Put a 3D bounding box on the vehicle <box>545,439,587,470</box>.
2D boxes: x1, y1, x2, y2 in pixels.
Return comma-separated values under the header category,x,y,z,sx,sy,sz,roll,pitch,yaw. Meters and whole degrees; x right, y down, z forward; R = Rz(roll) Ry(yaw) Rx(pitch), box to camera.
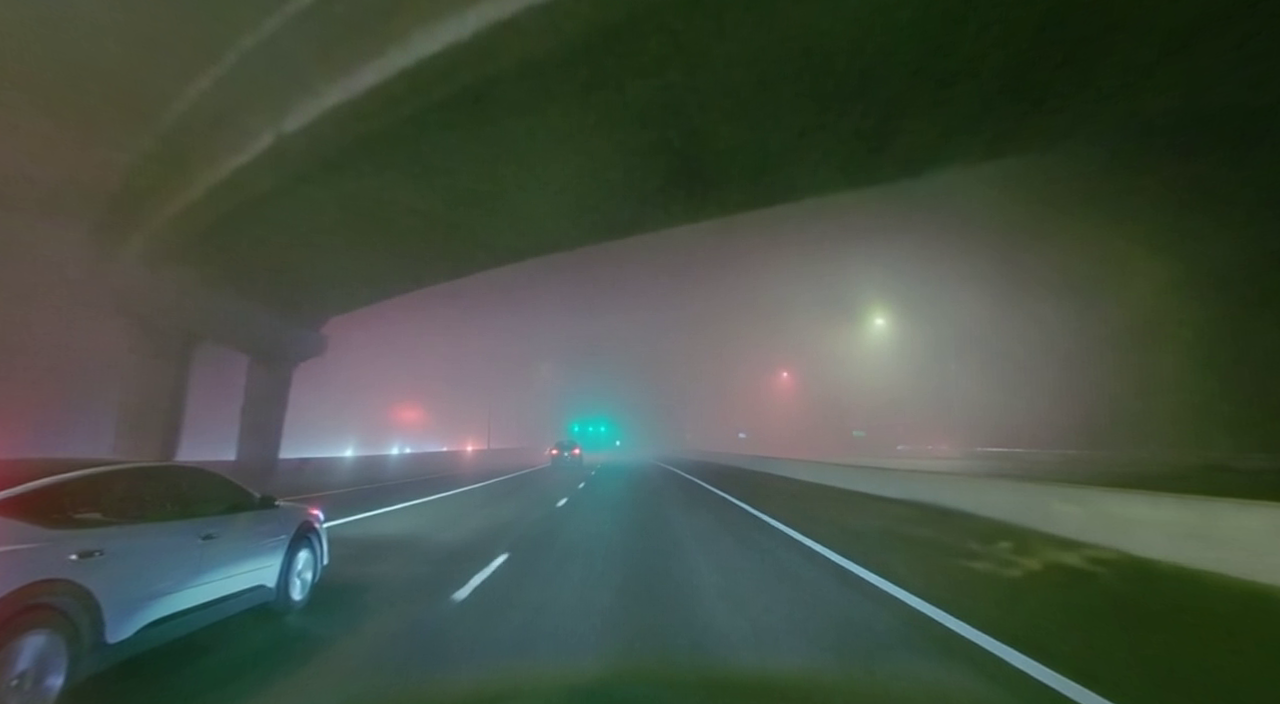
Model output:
category,x,y,z,sx,sy,sz,roll,pitch,yaw
vehicle,-4.111,5.776,35.750,1.971,1.643,4.009,0,-8,-1
